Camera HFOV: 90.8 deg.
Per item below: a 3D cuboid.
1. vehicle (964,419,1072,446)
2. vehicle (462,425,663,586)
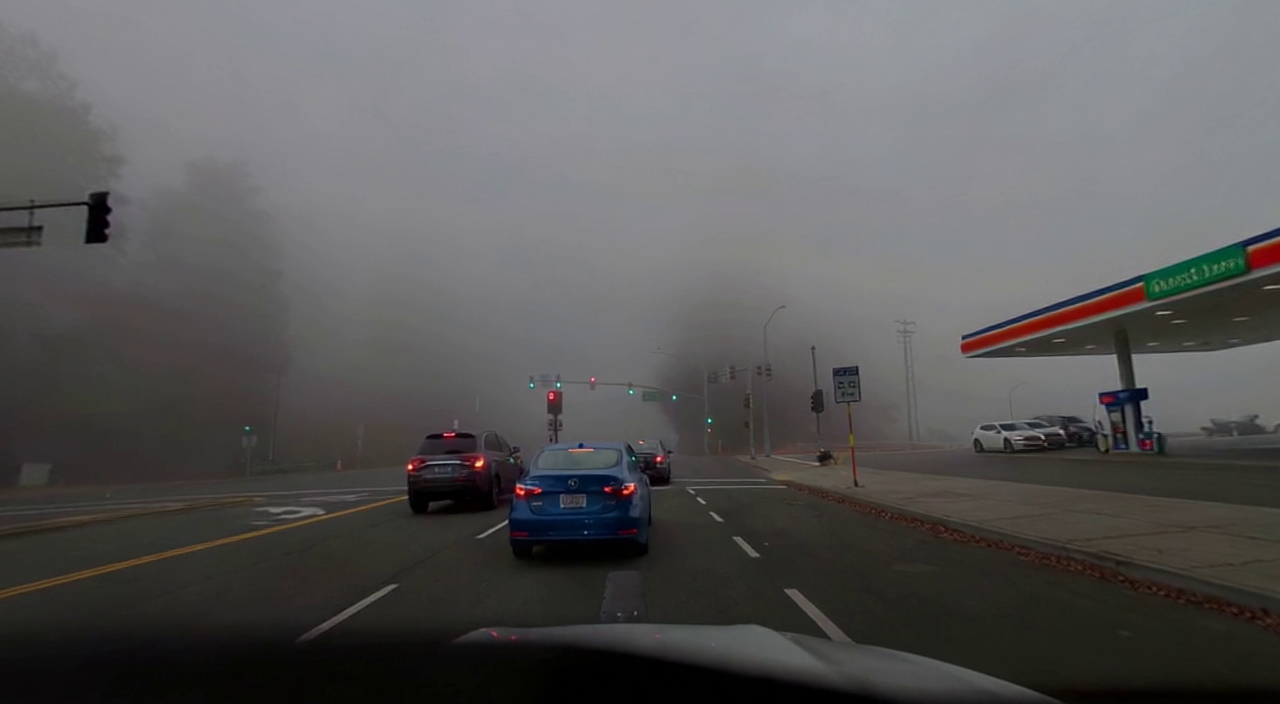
[{"bbox_3d":[21.699,4.652,36.397,4.874,1.502,2.048,0,-8,1],"label":"vehicle"},{"bbox_3d":[-0.661,1.791,8.299,1.916,1.510,4.447,0,-8,2],"label":"vehicle"}]
